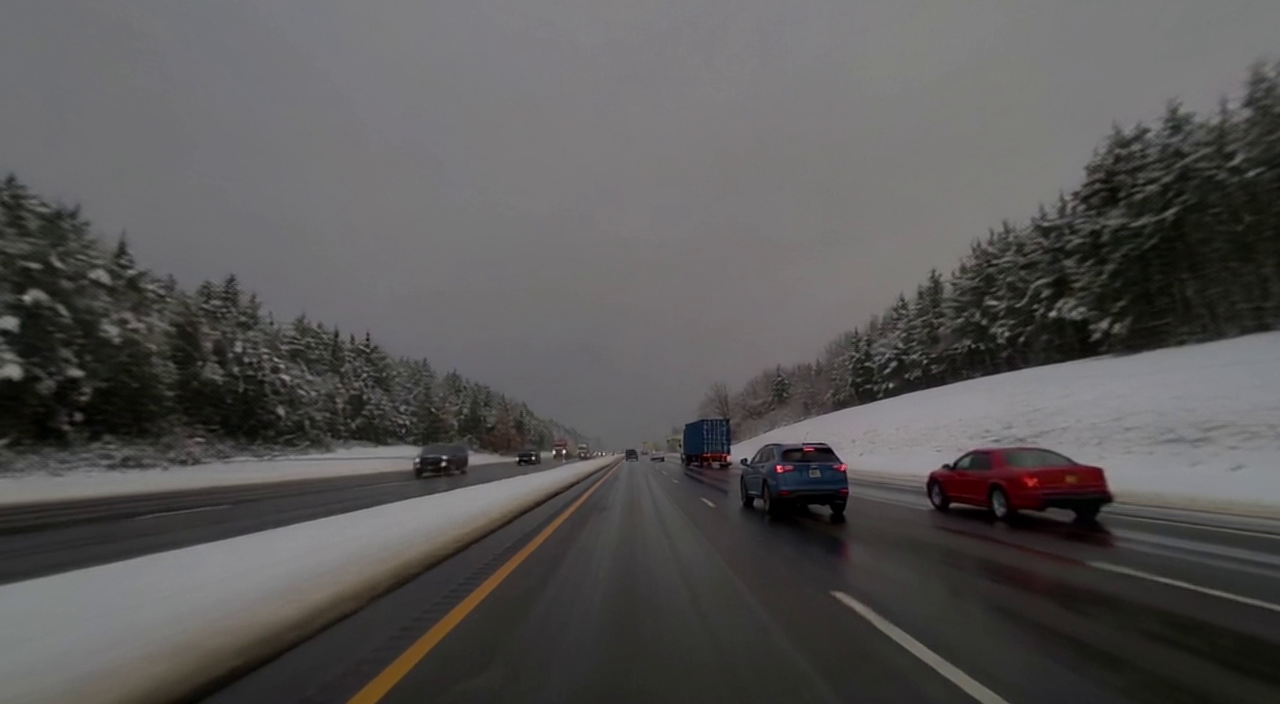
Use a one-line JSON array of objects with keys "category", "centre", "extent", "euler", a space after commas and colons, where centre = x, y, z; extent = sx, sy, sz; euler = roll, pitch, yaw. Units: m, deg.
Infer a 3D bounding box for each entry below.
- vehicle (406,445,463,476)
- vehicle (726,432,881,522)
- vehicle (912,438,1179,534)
[{"category": "vehicle", "centre": [-12.040, 6.361, 37.230], "extent": [1.932, 1.689, 4.361], "euler": [0, -9, 0]}, {"category": "vehicle", "centre": [3.391, 2.699, 14.168], "extent": [2.130, 1.658, 4.537], "euler": [0, -9, -2]}, {"category": "vehicle", "centre": [7.344, 2.446, 12.207], "extent": [2.024, 1.471, 4.618], "euler": [0, -9, -1]}]
